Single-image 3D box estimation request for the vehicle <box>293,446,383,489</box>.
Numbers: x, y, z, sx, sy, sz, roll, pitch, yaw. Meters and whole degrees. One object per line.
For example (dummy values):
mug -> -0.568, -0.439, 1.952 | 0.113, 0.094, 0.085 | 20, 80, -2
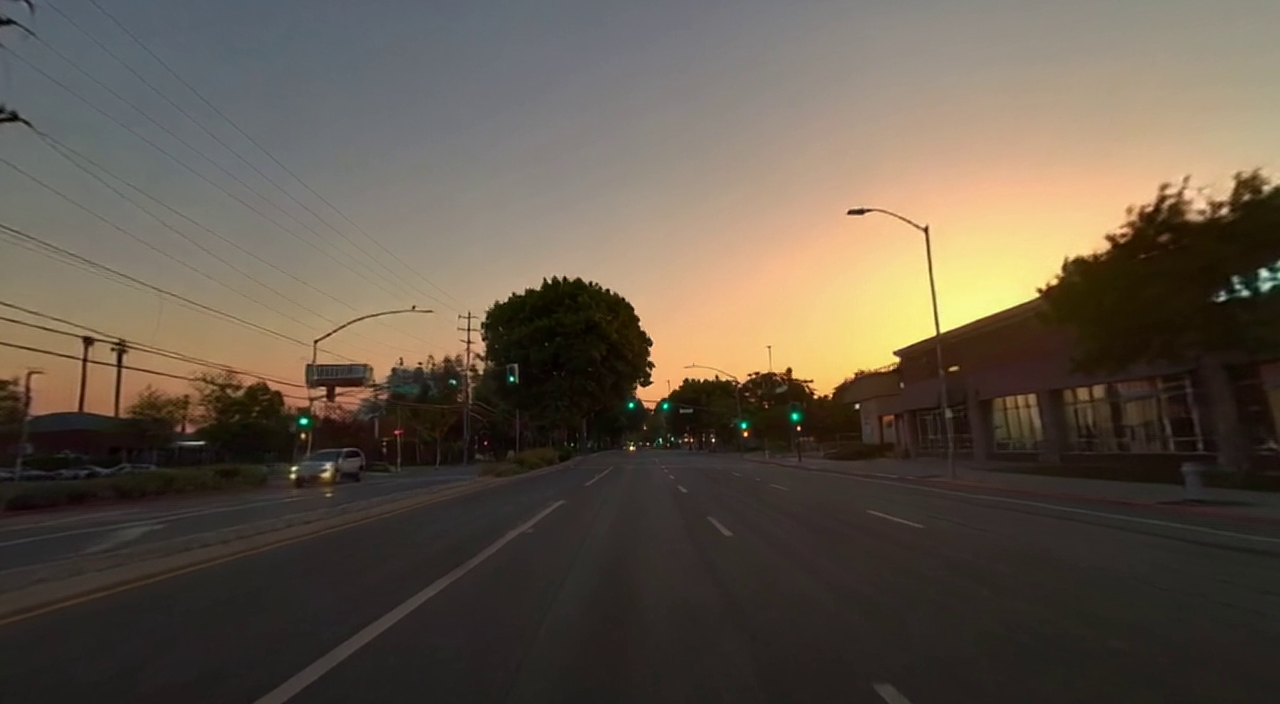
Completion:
vehicle -> -14.719, 5.624, 31.119 | 2.208, 1.924, 5.018 | 0, -9, -4
